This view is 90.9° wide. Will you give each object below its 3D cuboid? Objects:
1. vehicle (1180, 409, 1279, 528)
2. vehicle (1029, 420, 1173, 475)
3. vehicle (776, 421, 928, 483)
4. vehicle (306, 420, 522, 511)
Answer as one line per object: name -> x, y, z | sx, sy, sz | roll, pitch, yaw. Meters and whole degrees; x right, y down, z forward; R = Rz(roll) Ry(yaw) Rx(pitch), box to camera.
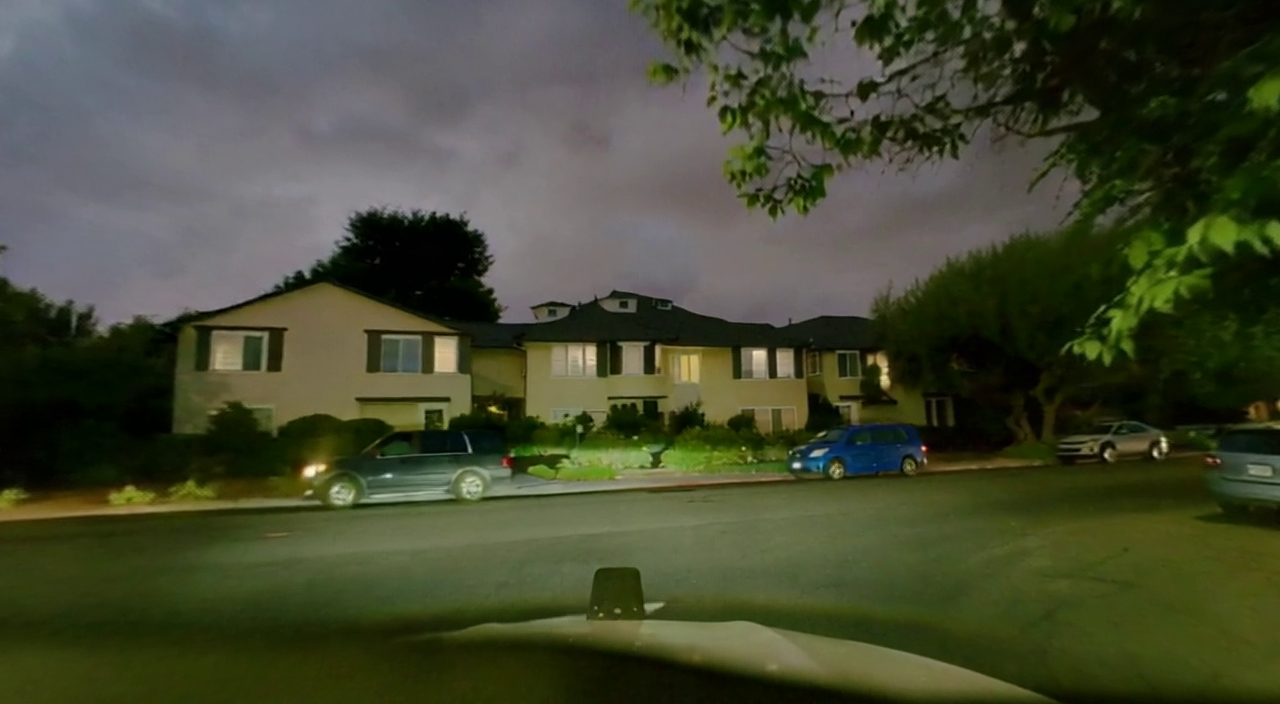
vehicle -> 10.109, 1.579, 8.820 | 4.226, 1.507, 2.008 | 3, -8, -22
vehicle -> 14.599, 2.950, 19.958 | 3.785, 1.488, 1.828 | 1, -6, -22
vehicle -> 5.691, 2.650, 16.991 | 3.513, 1.507, 1.798 | 3, -7, -20
vehicle -> -4.505, 2.184, 12.604 | 3.746, 1.518, 1.845 | 5, -6, -27
